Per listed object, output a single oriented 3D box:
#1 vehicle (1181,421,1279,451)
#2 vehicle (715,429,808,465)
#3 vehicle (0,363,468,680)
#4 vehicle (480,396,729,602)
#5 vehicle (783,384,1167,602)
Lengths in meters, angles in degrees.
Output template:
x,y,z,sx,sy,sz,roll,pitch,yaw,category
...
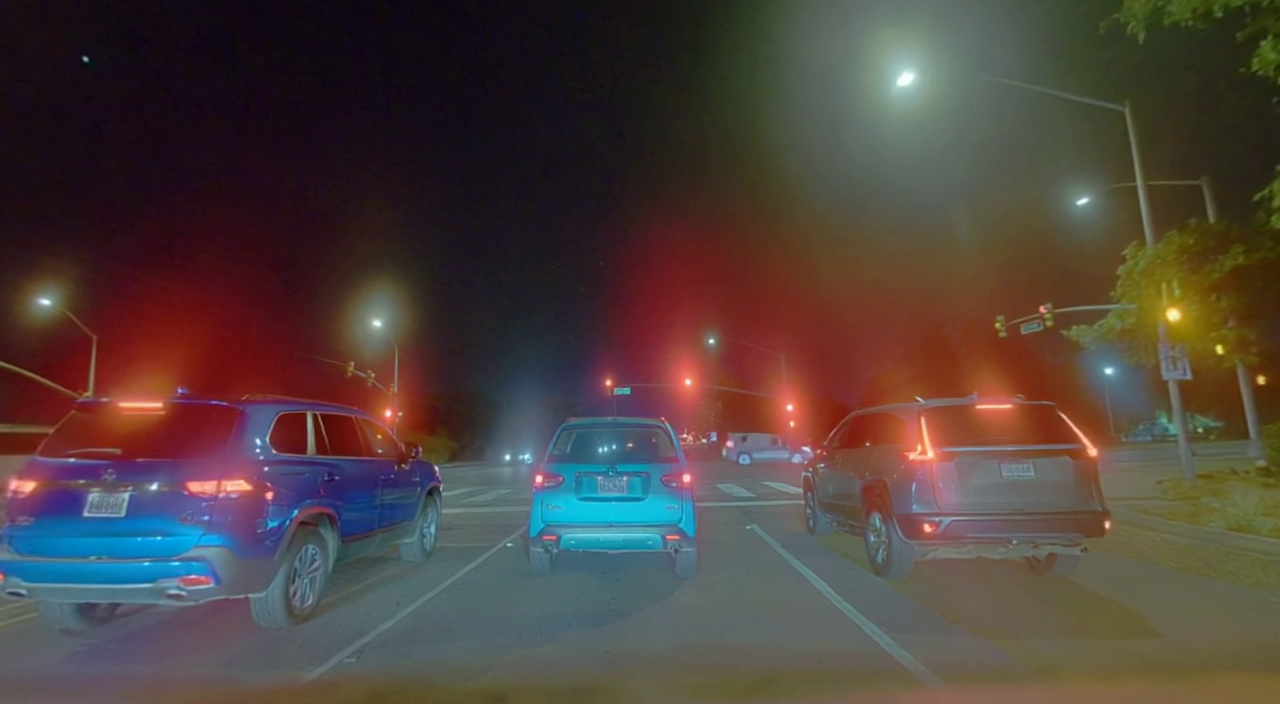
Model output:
x,y,z,sx,sy,sz,roll,pitch,yaw,category
32.774,4.656,34.777,4.175,1.634,1.877,1,-8,-4,vehicle
6.656,5.223,34.737,4.535,1.872,1.975,-6,-10,34,vehicle
-3.281,1.285,5.893,2.047,1.810,4.414,0,-8,1,vehicle
-0.240,1.514,7.314,2.067,1.702,3.987,0,-8,2,vehicle
3.266,1.488,7.507,2.083,1.779,4.532,0,-8,0,vehicle
